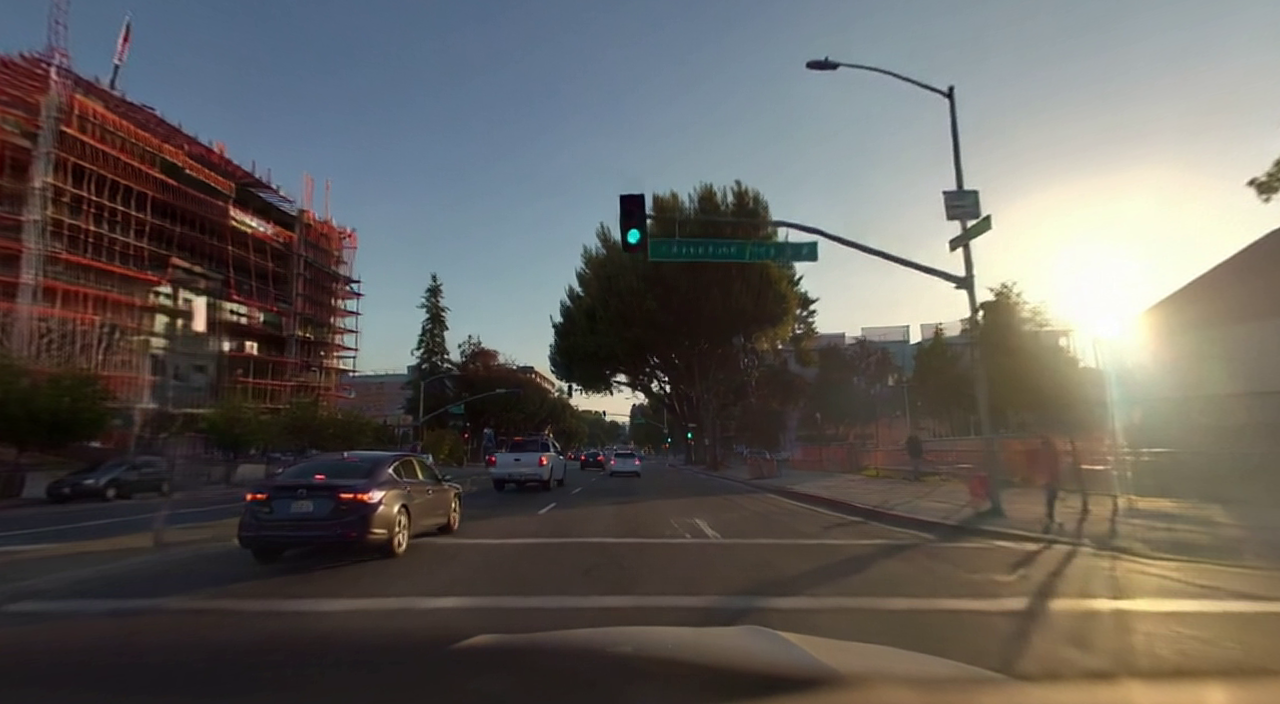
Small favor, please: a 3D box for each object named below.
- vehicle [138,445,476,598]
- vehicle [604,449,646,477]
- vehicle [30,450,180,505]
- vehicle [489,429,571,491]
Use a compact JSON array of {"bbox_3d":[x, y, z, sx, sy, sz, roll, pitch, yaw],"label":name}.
[{"bbox_3d":[-3.709,1.925,8.214,1.959,1.406,4.527,0,-9,0],"label":"vehicle"},{"bbox_3d":[-0.811,6.132,35.017,2.171,1.422,4.146,0,-9,-1],"label":"vehicle"},{"bbox_3d":[-19.618,4.557,23.414,1.892,1.705,4.321,-1,-8,-3],"label":"vehicle"},{"bbox_3d":[-3.961,3.981,23.598,2.240,2.054,4.662,0,-9,0],"label":"vehicle"}]
